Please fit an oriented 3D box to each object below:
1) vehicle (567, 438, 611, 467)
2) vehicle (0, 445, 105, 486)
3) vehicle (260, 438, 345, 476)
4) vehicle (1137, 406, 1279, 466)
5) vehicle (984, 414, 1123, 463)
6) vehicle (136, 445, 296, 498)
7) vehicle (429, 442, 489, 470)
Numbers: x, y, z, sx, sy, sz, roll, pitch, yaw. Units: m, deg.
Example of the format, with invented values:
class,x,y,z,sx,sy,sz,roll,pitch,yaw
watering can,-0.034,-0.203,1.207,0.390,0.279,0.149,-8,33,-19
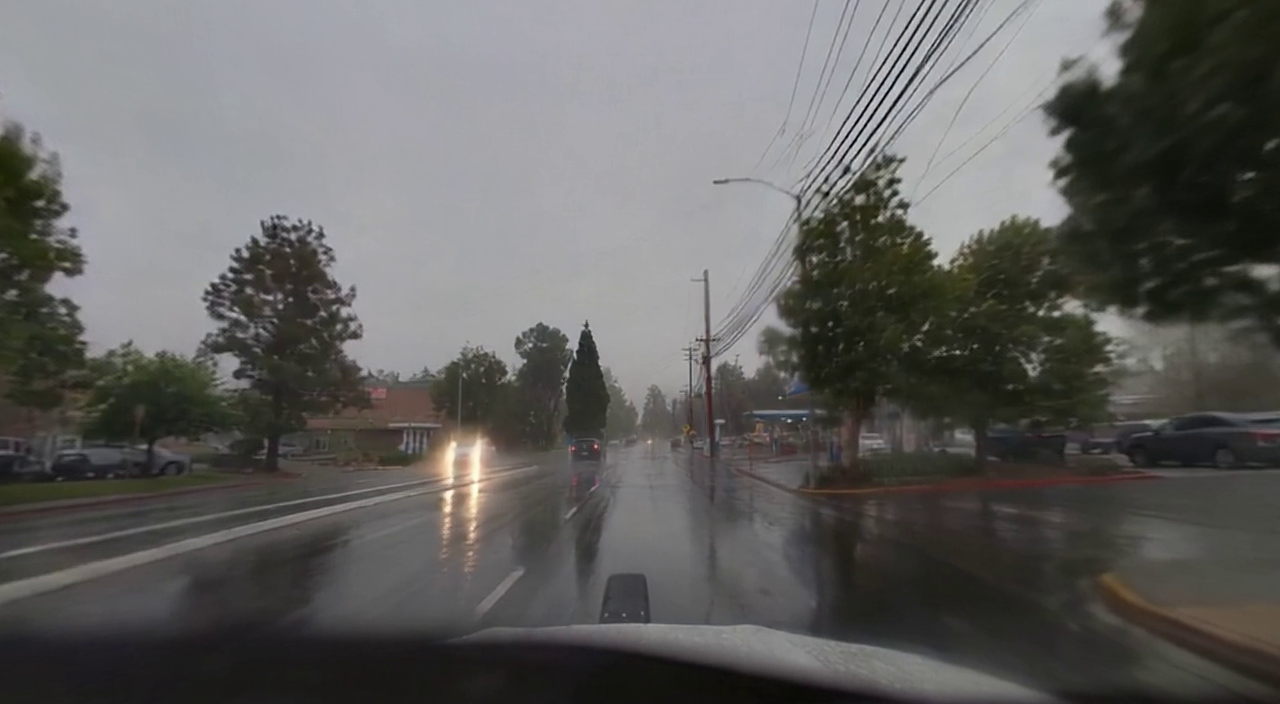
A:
class,x,y,z,sx,sy,sz,roll,pitch,yaw
vehicle,-2.815,5.599,35.382,2.073,1.525,3.968,0,-8,1
vehicle,-22.987,4.197,23.483,4.219,1.431,1.999,0,-8,-1
vehicle,-20.612,6.346,38.449,5.575,2.142,1.996,-5,-10,33
vehicle,17.823,2.446,18.349,4.943,1.646,2.072,0,-8,0
vehicle,18.327,3.819,28.306,2.020,1.972,4.983,3,-7,-16
vehicle,-13.974,3.930,21.208,2.091,1.538,4.451,-1,-8,4
vehicle,-10.315,5.964,36.367,2.021,1.480,4.800,0,-8,1
